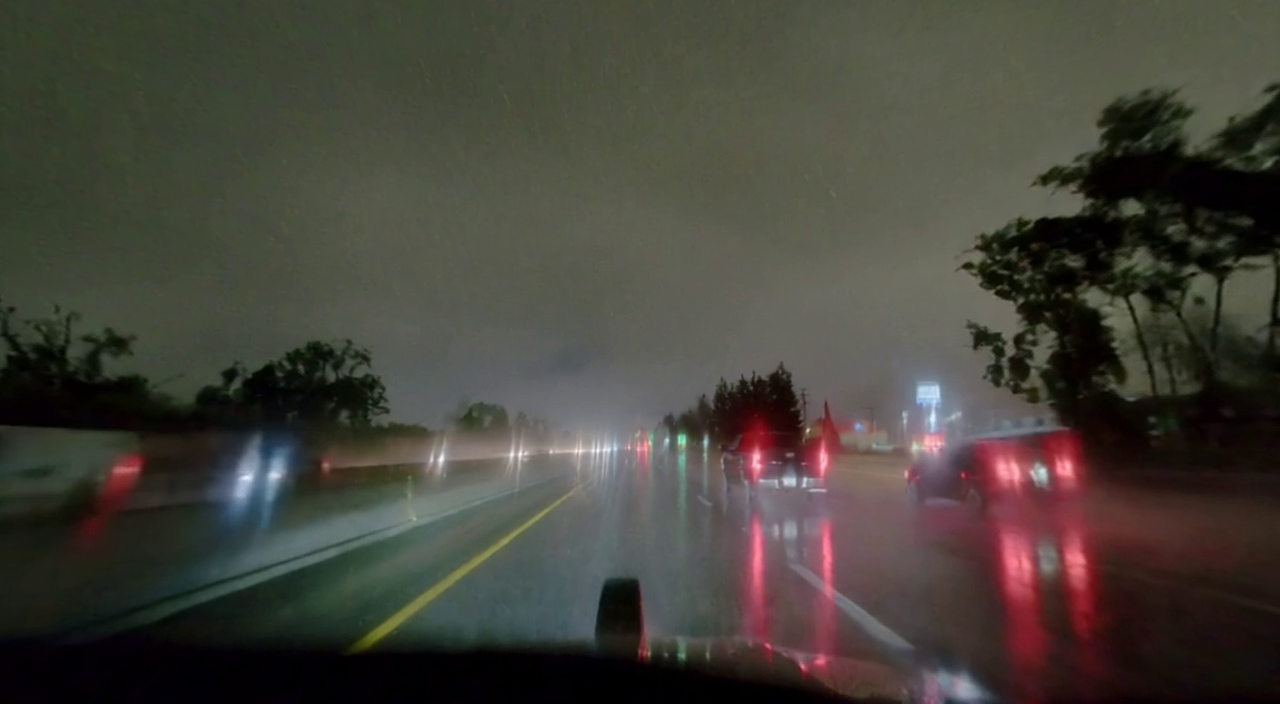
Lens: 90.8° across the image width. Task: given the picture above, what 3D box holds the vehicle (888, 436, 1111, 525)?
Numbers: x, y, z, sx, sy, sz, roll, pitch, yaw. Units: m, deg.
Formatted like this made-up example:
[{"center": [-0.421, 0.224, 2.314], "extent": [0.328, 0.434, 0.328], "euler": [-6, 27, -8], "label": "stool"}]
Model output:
[{"center": [6.819, 2.457, 12.635], "extent": [2.009, 1.456, 4.097], "euler": [0, -9, -1], "label": "vehicle"}]

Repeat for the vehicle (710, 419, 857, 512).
[{"center": [3.086, 2.605, 14.915], "extent": [2.258, 1.824, 4.908], "euler": [0, -9, -1], "label": "vehicle"}]

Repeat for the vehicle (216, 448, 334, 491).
[{"center": [-14.096, 4.538, 24.799], "extent": [1.892, 1.488, 4.752], "euler": [0, -9, -2], "label": "vehicle"}]
